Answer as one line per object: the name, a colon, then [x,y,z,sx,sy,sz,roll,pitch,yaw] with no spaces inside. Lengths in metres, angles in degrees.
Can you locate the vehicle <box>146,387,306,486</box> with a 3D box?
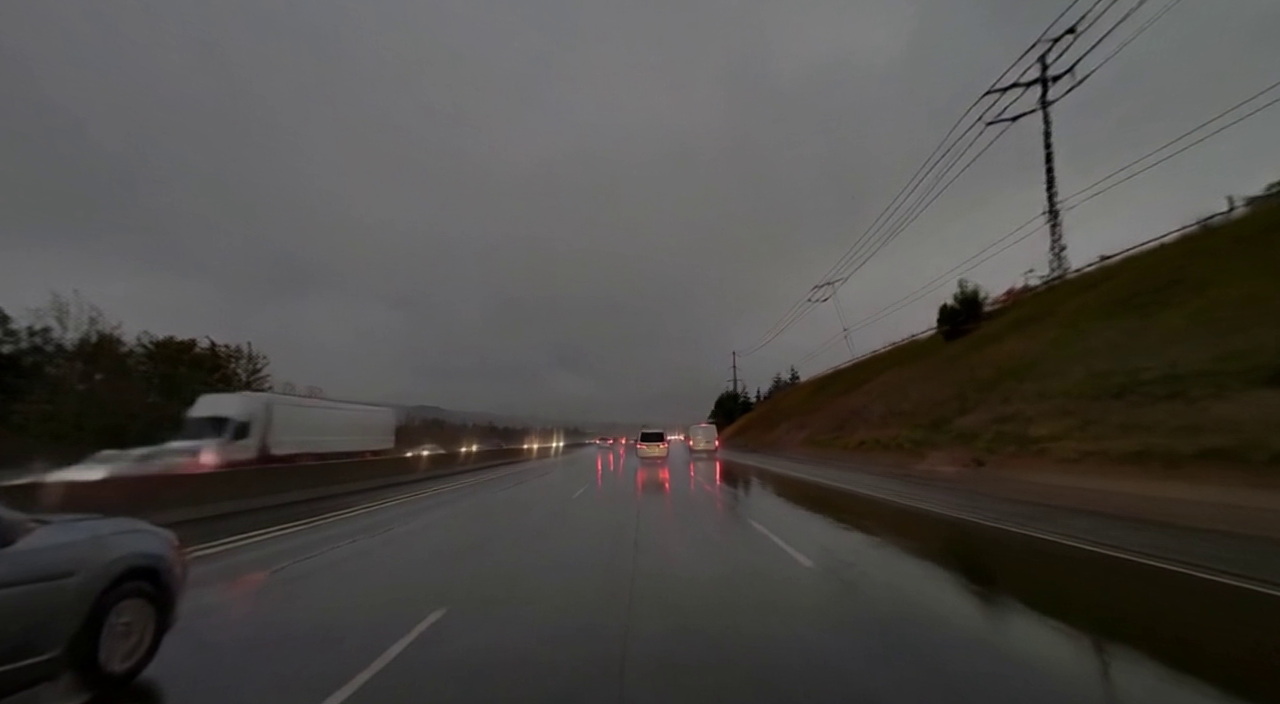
vehicle: [-18.365,3.803,28.593,2.991,3.989,5.970,0,-8,0]

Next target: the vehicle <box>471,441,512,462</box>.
vehicle: [-11.148,7.471,47.584,1.937,1.505,4.310,0,-8,1]

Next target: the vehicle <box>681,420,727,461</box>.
vehicle: [3.986,5.634,40.374,2.348,2.429,5.172,0,-8,-1]

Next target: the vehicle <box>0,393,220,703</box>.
vehicle: [-3.258,0.768,1.303,1.890,1.490,4.202,0,-8,0]

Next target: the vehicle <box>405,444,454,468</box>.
vehicle: [-14.356,7.084,43.124,1.930,1.450,3.955,0,-8,1]

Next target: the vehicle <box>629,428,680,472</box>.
vehicle: [0.596,4.390,28.634,2.159,1.811,4.238,0,-8,-1]
